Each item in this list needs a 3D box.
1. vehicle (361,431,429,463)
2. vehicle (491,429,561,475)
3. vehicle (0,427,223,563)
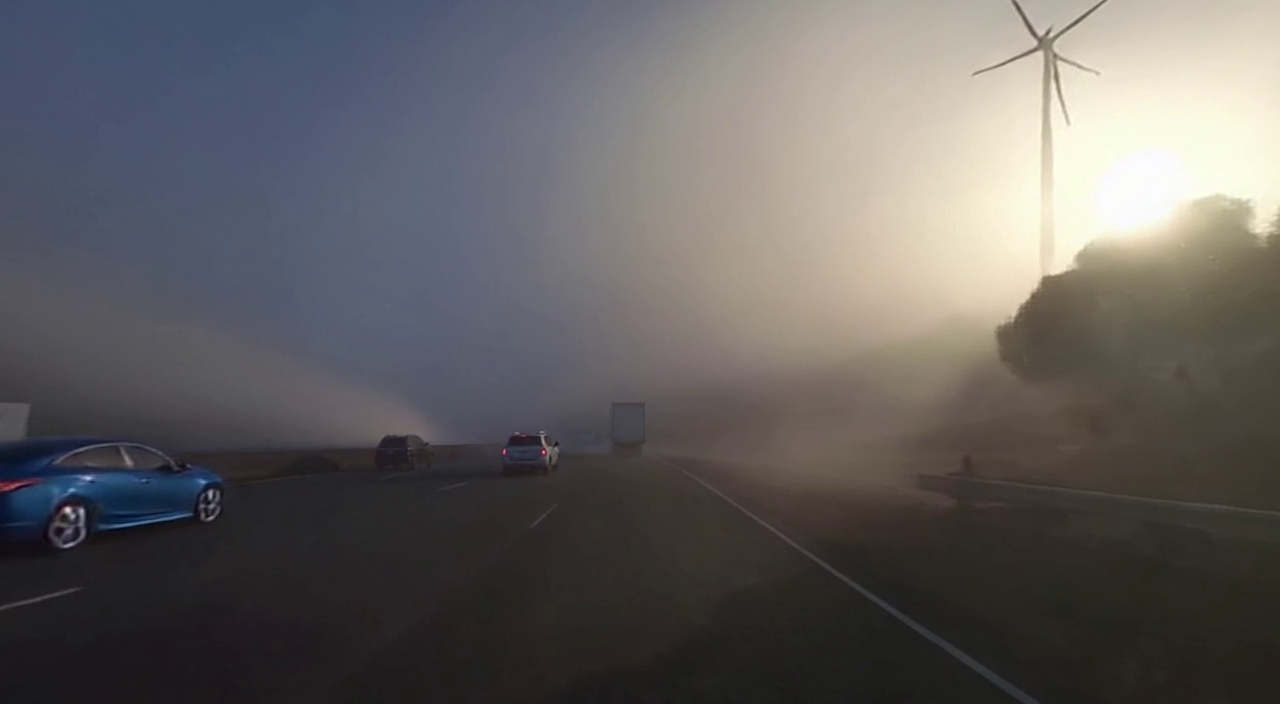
[{"bbox_3d":[-15.453,6.014,39.988,2.285,1.835,5.672,0,-8,-2],"label":"vehicle"},{"bbox_3d":[-4.490,3.999,25.274,2.109,1.684,3.783,0,-8,0],"label":"vehicle"},{"bbox_3d":[-8.161,1.754,8.183,2.271,1.488,4.597,0,-8,0],"label":"vehicle"}]
